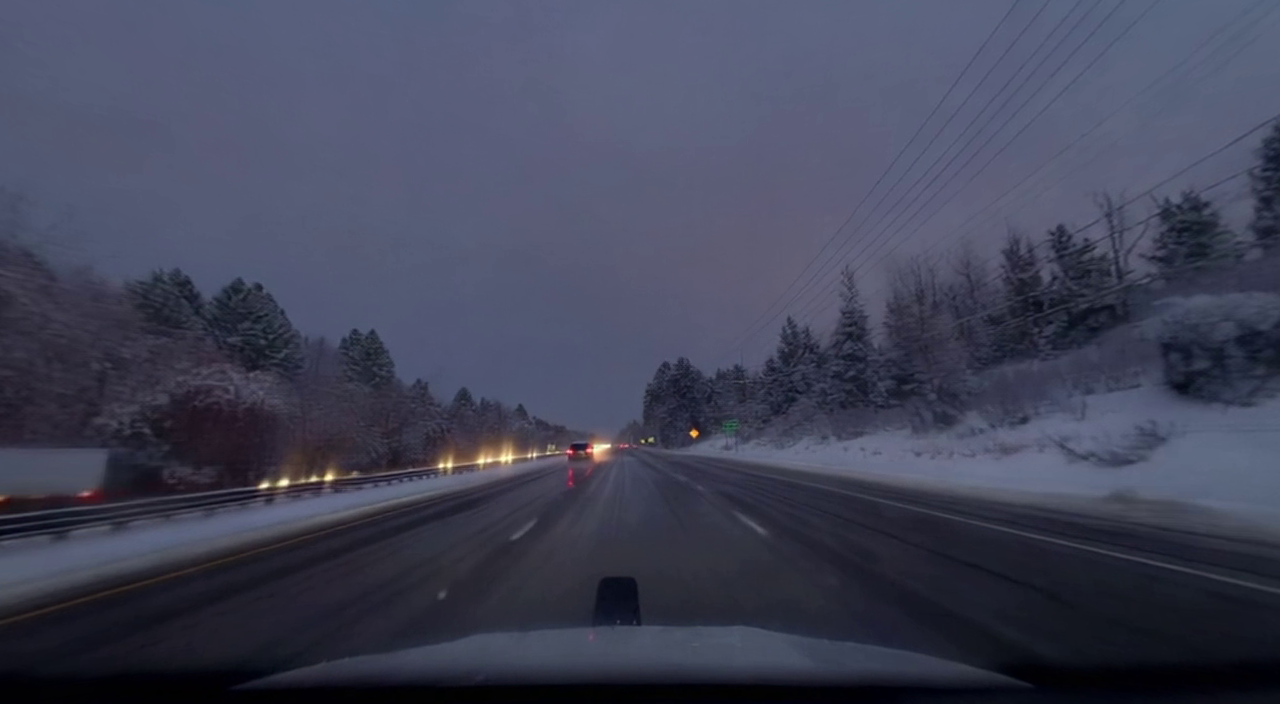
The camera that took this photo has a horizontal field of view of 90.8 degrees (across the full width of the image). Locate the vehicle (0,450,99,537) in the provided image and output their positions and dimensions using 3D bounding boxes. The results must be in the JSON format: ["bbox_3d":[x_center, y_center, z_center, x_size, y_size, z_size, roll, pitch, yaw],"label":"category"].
[{"bbox_3d":[-29.013,6.325,28.636,2.914,3.668,6.632,0,-8,0],"label":"vehicle"}]
